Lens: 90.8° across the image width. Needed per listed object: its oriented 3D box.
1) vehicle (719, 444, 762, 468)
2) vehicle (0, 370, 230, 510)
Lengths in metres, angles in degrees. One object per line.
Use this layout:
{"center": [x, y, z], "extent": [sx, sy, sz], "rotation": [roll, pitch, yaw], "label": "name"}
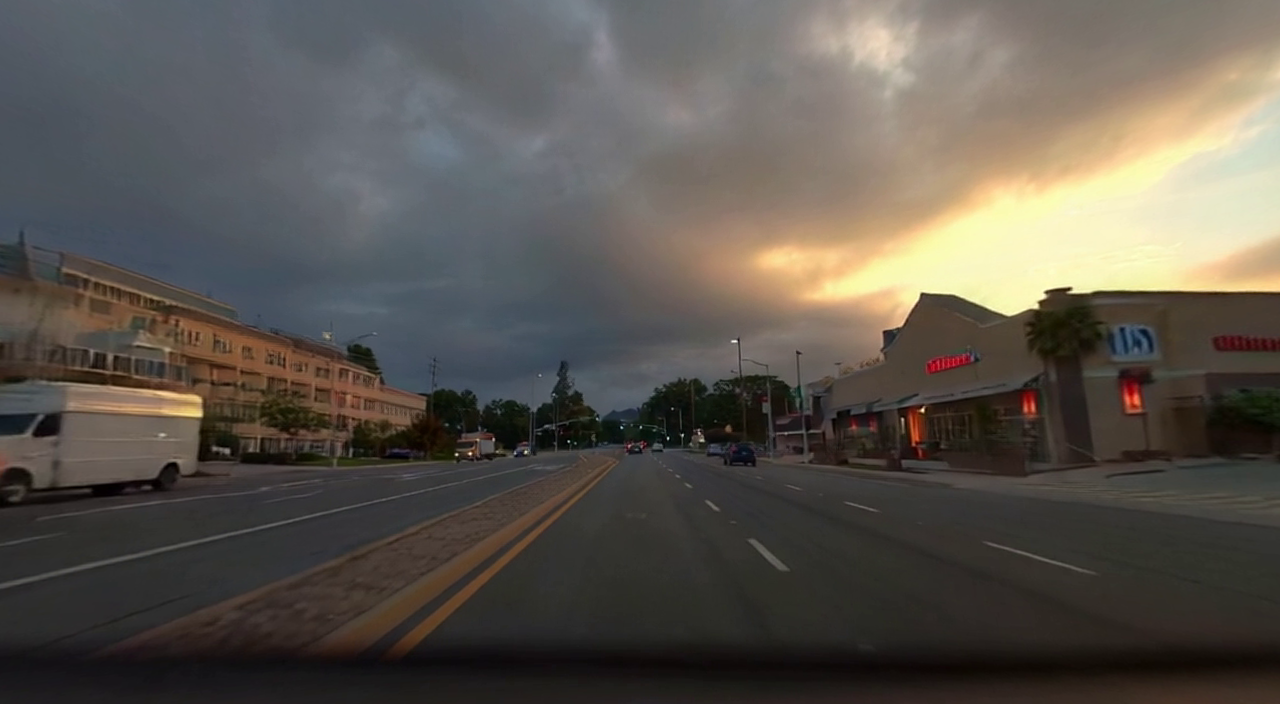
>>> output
{"center": [6.445, 6.677, 40.863], "extent": [1.916, 1.437, 4.327], "rotation": [0, -9, -2], "label": "vehicle"}
{"center": [-18.736, 3.072, 21.931], "extent": [2.982, 3.900, 8.593], "rotation": [0, -9, 1], "label": "vehicle"}
